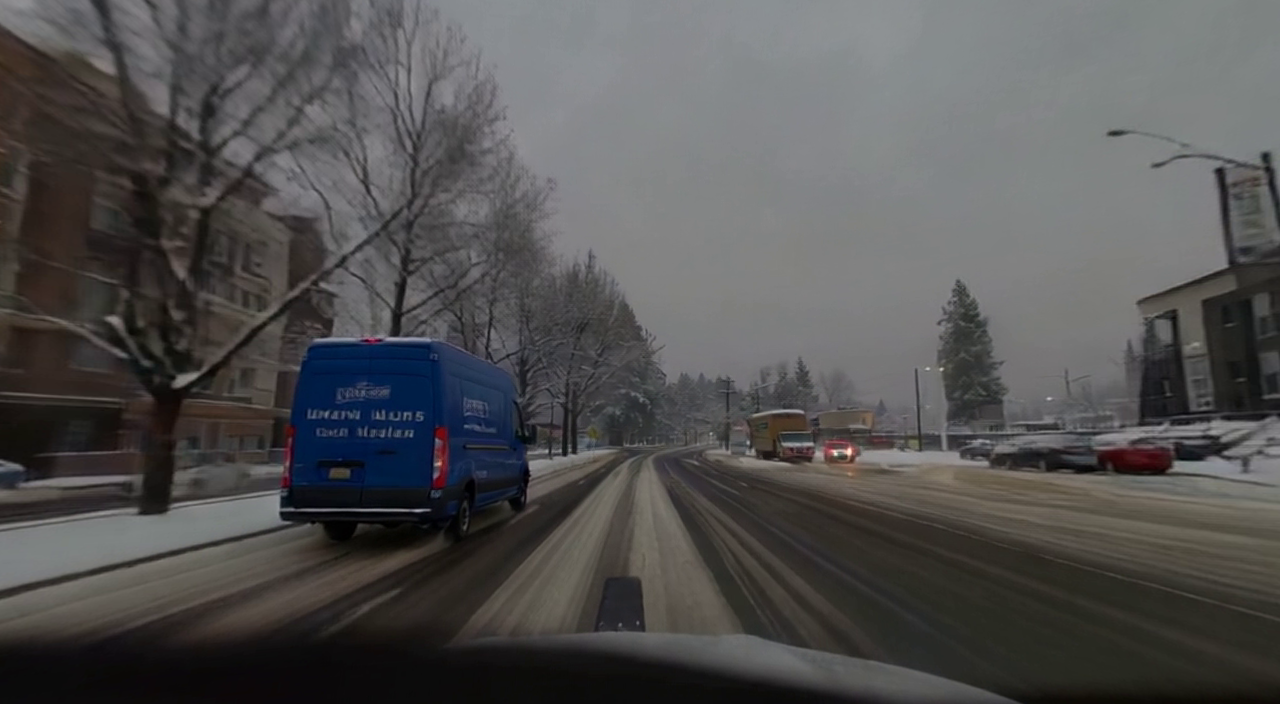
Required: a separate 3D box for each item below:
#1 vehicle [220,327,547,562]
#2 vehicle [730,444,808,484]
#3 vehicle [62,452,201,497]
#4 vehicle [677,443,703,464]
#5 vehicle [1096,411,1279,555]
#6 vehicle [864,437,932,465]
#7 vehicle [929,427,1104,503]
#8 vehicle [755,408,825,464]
[{"bbox_3d":[-3.789,1.692,11.836,2.763,2.974,7.562,-1,-8,2],"label":"vehicle"},{"bbox_3d":[5.040,4.433,25.485,2.127,1.439,5.034,0,-8,1],"label":"vehicle"},{"bbox_3d":[-19.696,4.733,24.768,1.819,1.526,4.329,0,-8,0],"label":"vehicle"},{"bbox_3d":[3.863,7.811,48.956,1.878,1.534,4.120,-1,-8,4],"label":"vehicle"},{"bbox_3d":[8.963,1.737,8.727,2.085,1.762,4.198,-3,-10,0],"label":"vehicle"},{"bbox_3d":[16.645,6.348,40.674,4.698,1.726,2.046,7,-11,-41],"label":"vehicle"},{"bbox_3d":[9.261,2.795,16.017,1.814,1.646,4.133,0,-8,-1],"label":"vehicle"},{"bbox_3d":[9.501,5.486,40.916,2.882,3.208,7.609,-1,-8,2],"label":"vehicle"}]
